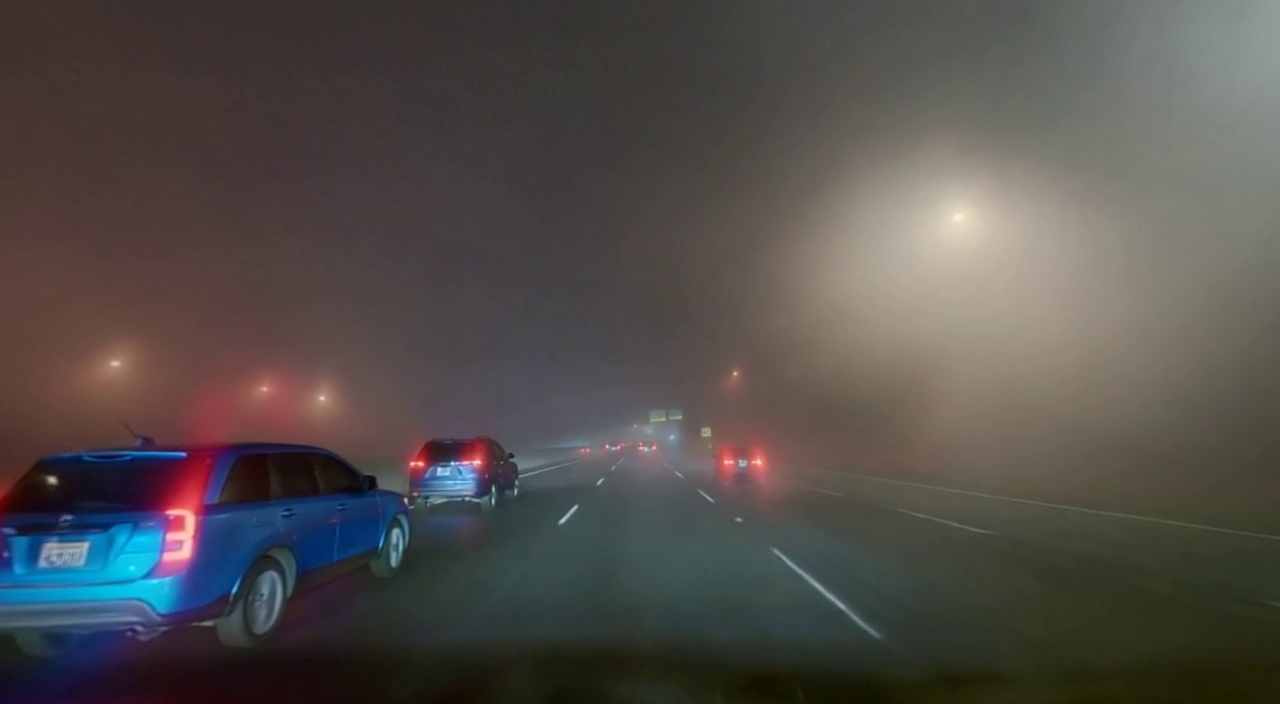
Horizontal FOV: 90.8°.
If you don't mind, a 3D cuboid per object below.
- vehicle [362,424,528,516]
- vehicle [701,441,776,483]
[{"bbox_3d":[-3.915,2.447,13.582,2.193,1.641,4.077,0,-8,1],"label":"vehicle"},{"bbox_3d":[3.619,4.117,24.042,2.083,1.453,4.307,0,-8,-1],"label":"vehicle"}]
